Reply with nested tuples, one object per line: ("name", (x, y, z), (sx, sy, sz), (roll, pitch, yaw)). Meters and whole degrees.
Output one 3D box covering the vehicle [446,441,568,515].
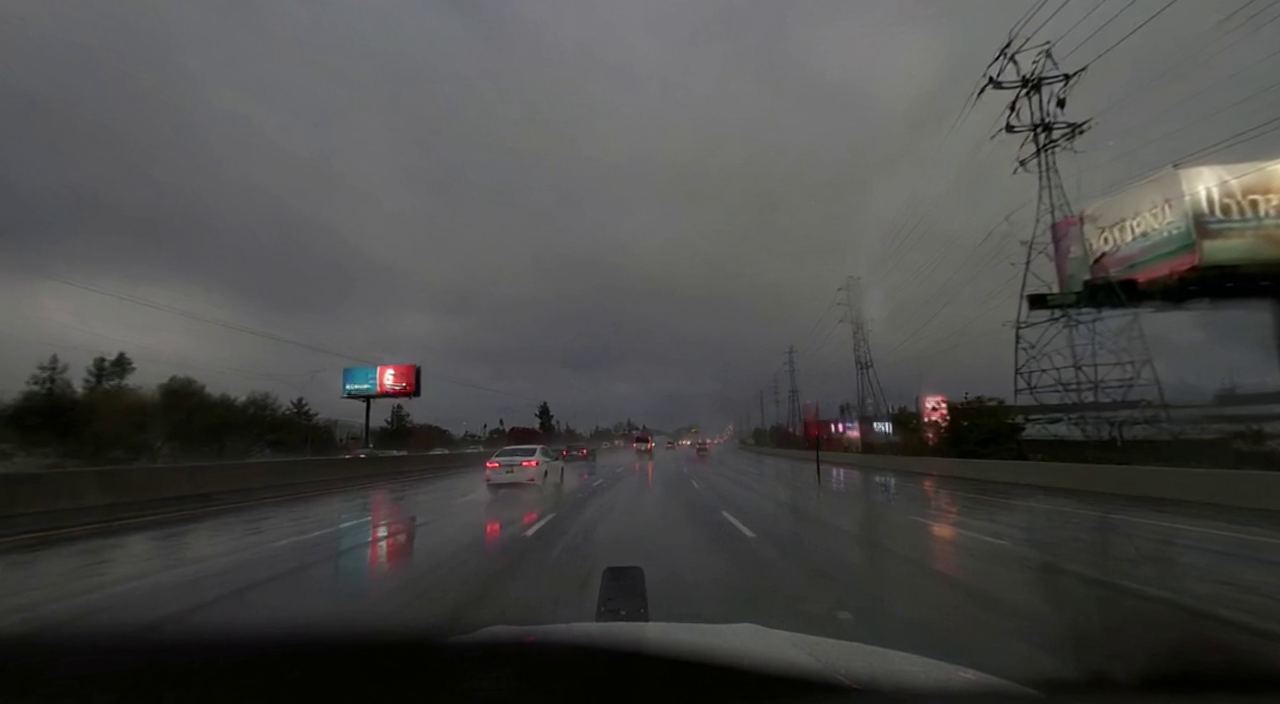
("vehicle", (-2.898, 2.824, 14.661), (1.891, 1.444, 3.968), (0, -8, 1))
